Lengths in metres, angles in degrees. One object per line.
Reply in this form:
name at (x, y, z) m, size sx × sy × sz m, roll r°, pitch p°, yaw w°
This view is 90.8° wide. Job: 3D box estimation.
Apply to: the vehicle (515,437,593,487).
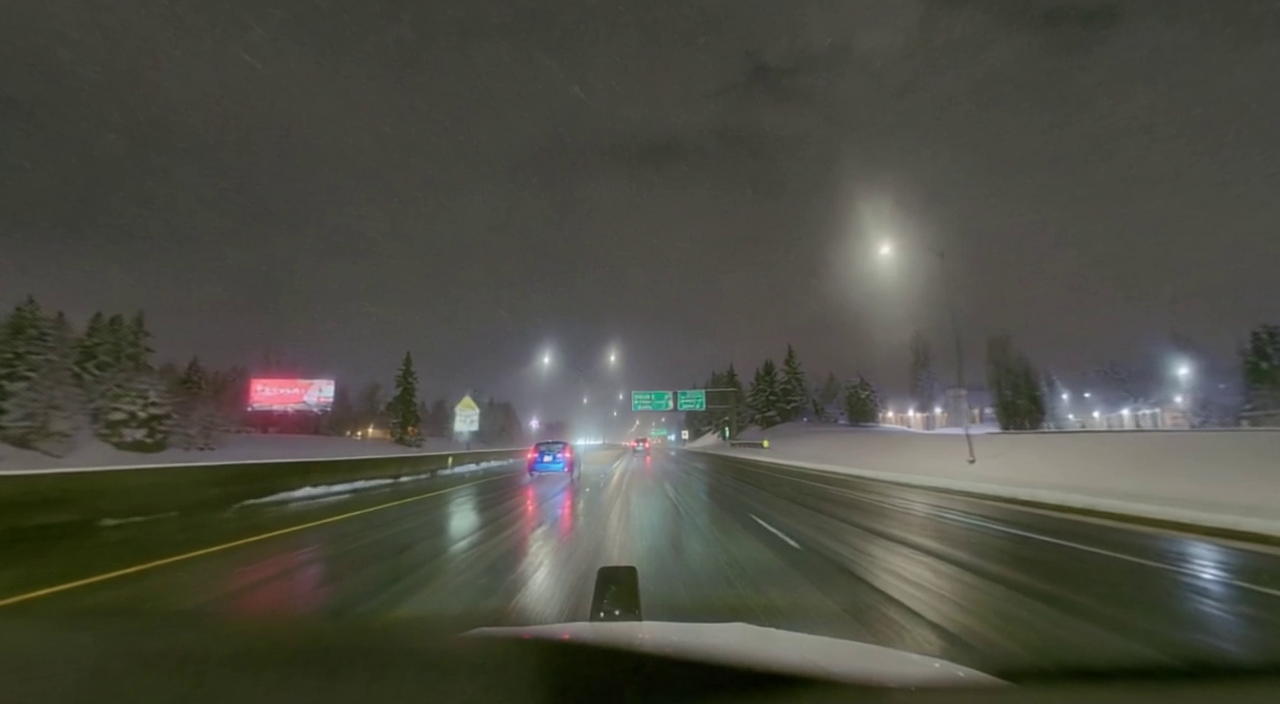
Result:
vehicle at (-2.901, 3.829, 22.356) m, size 2.029 × 1.557 × 4.570 m, roll 0°, pitch -8°, yaw 1°
